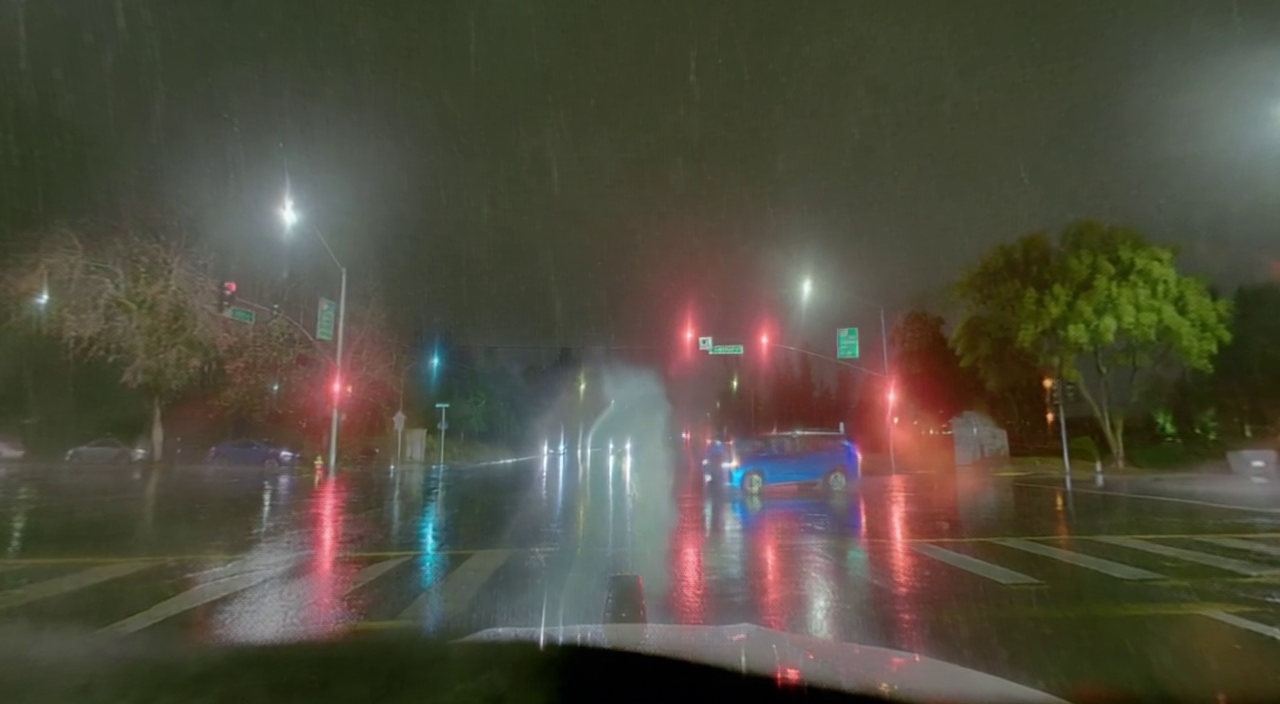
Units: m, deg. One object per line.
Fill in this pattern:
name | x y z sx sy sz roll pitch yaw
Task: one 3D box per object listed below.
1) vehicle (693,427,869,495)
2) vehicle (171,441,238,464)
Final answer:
vehicle | 4.086 3.119 18.357 4.580 1.768 2.134 3 -9 -22
vehicle | -29.108 6.697 42.047 1.696 1.431 3.686 0 -8 3
